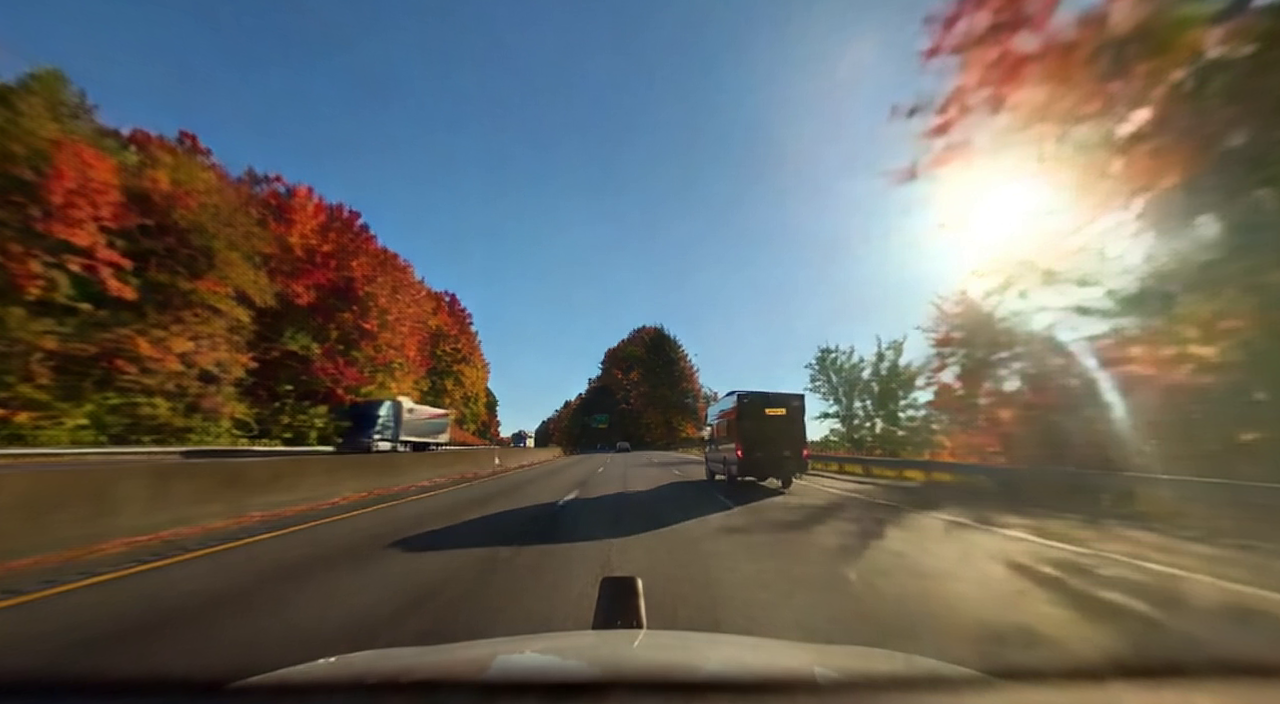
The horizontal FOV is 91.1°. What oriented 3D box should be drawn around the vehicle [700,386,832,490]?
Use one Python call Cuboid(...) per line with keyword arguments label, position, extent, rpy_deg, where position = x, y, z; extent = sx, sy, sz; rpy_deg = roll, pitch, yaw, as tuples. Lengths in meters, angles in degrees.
Cuboid(label="vehicle", position=(3.822, 2.851, 20.996), extent=(2.815, 2.876, 7.101), rpy_deg=(0, -8, -1))
